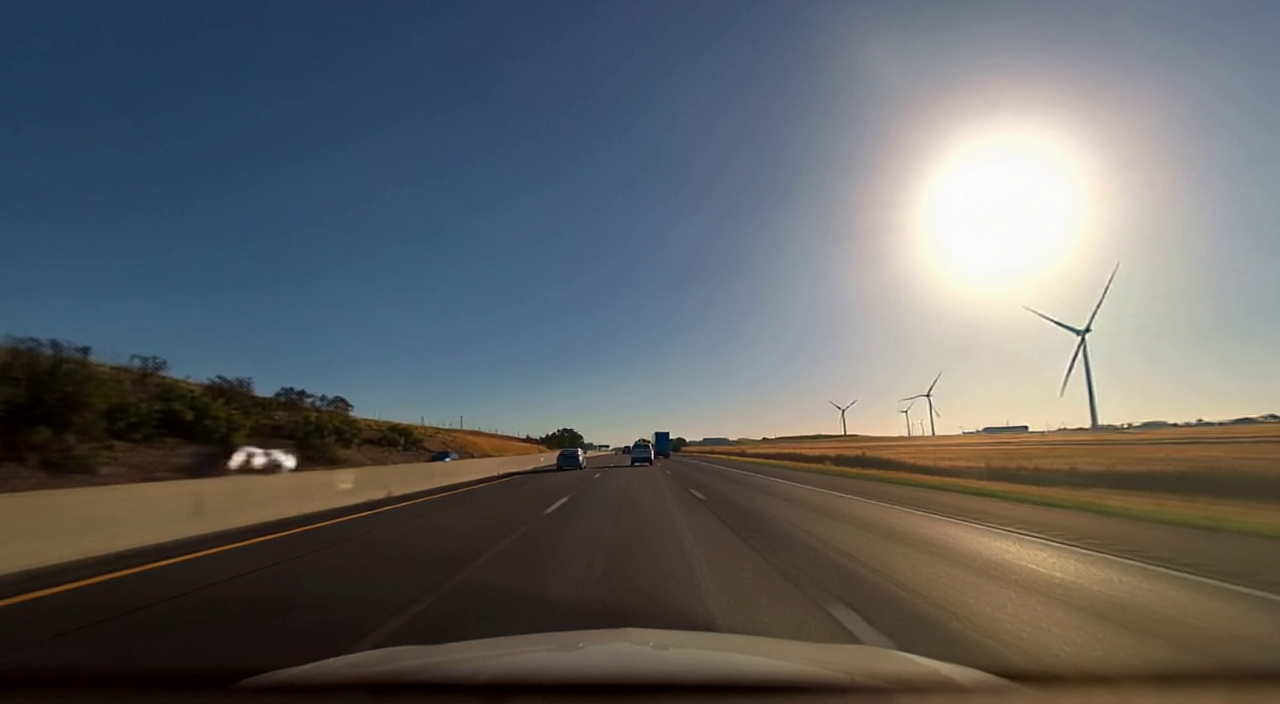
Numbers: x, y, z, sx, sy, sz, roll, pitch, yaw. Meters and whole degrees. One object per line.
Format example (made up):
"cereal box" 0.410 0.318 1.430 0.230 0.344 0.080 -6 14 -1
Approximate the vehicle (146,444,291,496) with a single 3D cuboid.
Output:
"vehicle" -15.520 4.348 23.615 2.091 1.697 4.796 0 -9 0

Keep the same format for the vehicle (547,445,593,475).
"vehicle" -3.763 5.897 34.662 1.984 1.491 4.341 0 -9 1

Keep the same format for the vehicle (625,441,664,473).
"vehicle" 0.214 5.941 35.920 2.083 1.689 4.083 0 -9 0
